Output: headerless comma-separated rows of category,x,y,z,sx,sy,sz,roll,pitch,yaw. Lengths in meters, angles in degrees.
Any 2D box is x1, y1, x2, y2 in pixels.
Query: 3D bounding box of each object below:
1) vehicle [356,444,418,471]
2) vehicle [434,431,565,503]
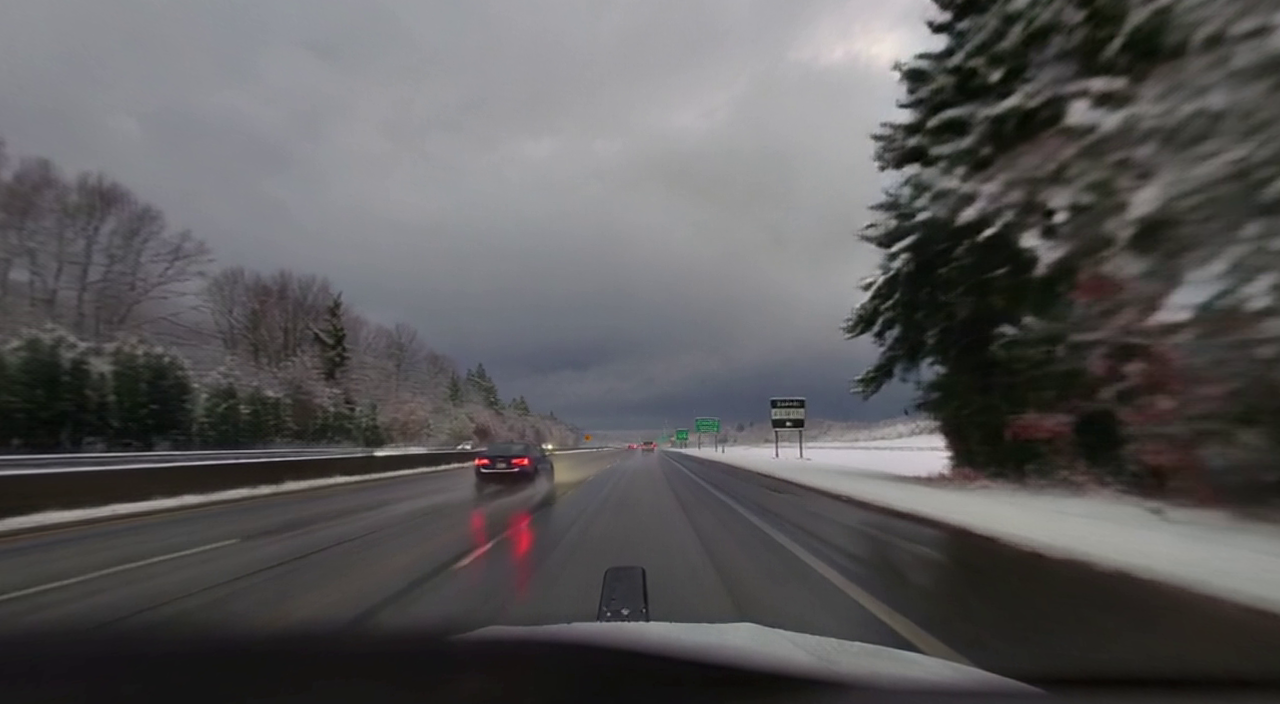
vehicle,-15.626,6.525,39.096,1.917,1.537,4.491,0,-8,0
vehicle,-3.391,2.876,16.286,2.061,1.572,4.814,0,-8,3
